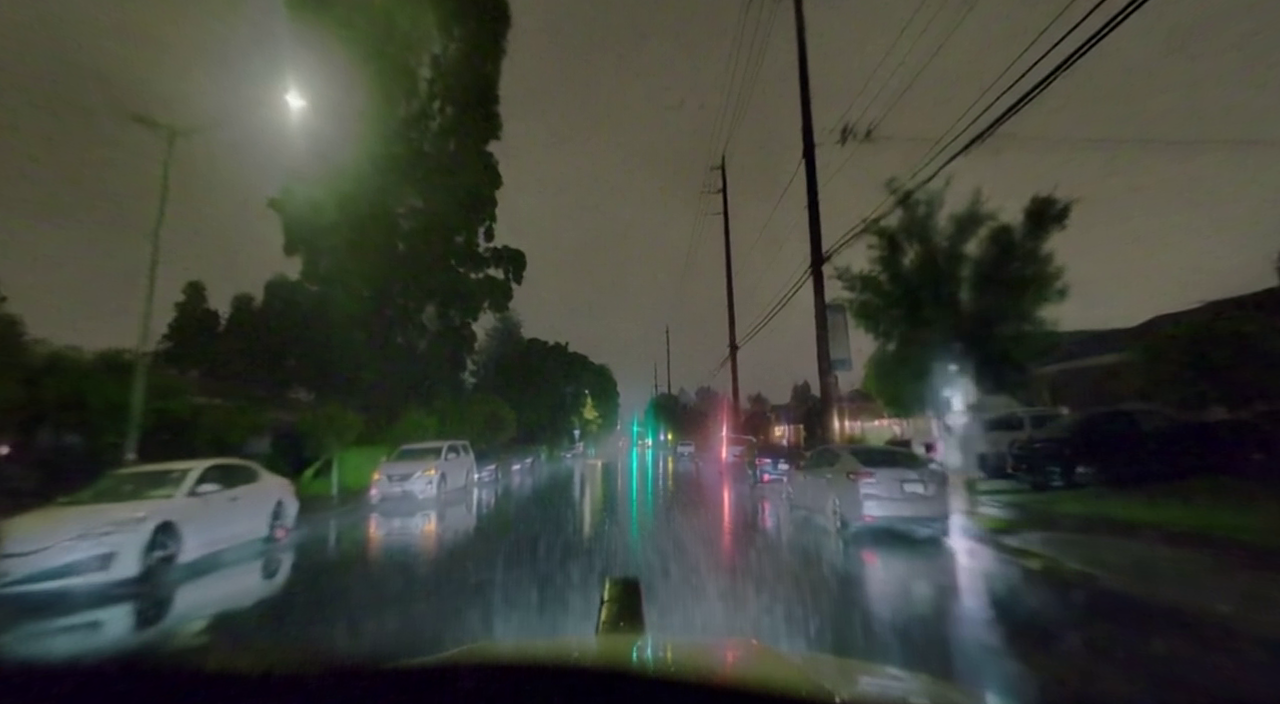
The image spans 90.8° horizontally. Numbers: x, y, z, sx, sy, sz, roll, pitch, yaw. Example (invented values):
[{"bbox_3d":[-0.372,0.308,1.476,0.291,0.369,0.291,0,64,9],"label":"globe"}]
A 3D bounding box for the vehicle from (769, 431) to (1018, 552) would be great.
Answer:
[{"bbox_3d":[3.695,2.121,10.434,2.039,1.480,4.831,0,-8,-1],"label":"vehicle"}]

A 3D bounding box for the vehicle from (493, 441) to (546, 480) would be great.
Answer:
[{"bbox_3d":[-6.238,5.634,33.249,1.769,1.572,4.990,-4,-6,-1],"label":"vehicle"}]

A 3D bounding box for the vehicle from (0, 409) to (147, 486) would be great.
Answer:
[{"bbox_3d":[-18.864,2.874,18.921,5.916,2.146,2.717,4,-11,-28],"label":"vehicle"}]

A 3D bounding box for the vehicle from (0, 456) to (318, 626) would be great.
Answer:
[{"bbox_3d":[-6.049,2.099,7.892,1.951,1.327,4.191,-2,-7,-1],"label":"vehicle"}]

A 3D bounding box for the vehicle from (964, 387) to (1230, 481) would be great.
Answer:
[{"bbox_3d":[10.414,1.885,14.365,5.782,1.786,2.233,3,-10,-25],"label":"vehicle"}]

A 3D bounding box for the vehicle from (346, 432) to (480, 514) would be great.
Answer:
[{"bbox_3d":[-6.113,3.235,17.754,2.115,1.820,5.002,-3,-7,-3],"label":"vehicle"}]

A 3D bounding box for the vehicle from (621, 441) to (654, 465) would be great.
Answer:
[{"bbox_3d":[-0.219,6.633,41.690,2.062,1.509,4.305,0,-8,-1],"label":"vehicle"}]
